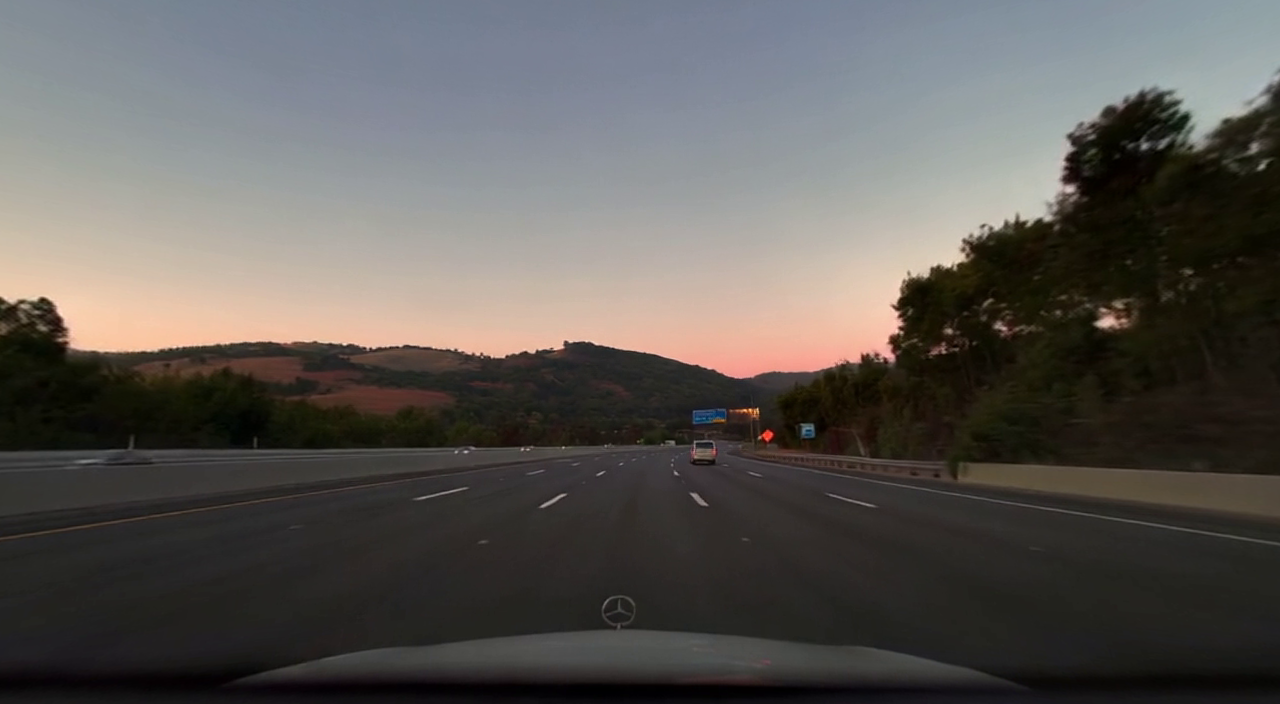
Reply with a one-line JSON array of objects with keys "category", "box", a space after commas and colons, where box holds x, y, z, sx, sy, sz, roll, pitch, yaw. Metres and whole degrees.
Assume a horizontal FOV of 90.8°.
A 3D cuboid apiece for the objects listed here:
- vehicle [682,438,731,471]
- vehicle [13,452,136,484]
[{"category": "vehicle", "box": [3.639, 5.705, 35.342, 2.224, 1.738, 4.376, 0, -9, 0]}, {"category": "vehicle", "box": [-28.675, 5.855, 32.303, 1.833, 1.475, 4.767, 0, -9, 1]}]
